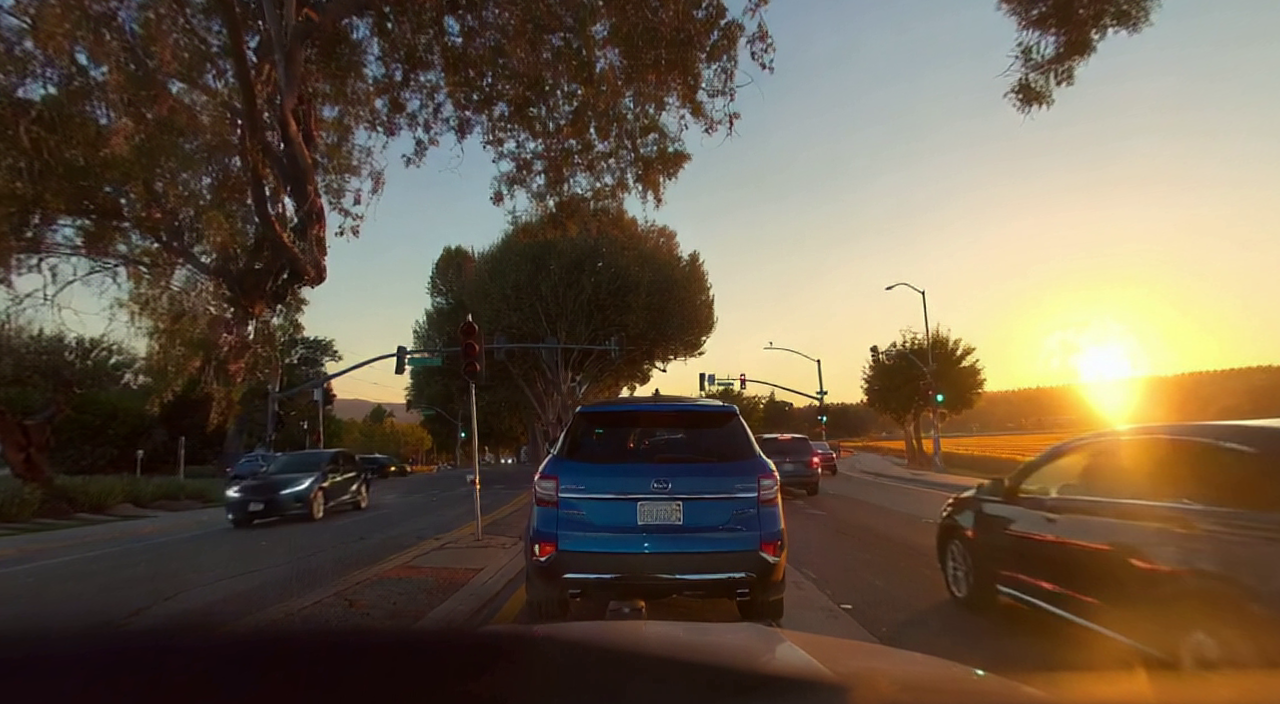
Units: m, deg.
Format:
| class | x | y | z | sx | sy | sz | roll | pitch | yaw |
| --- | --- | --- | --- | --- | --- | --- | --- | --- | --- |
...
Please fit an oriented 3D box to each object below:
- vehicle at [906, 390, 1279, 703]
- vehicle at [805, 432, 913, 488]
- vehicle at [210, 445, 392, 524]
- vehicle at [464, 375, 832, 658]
| class | x | y | z | sx | sy | sz | roll | pitch | yaw |
| --- | --- | --- | --- | --- | --- | --- | --- | --- | --- |
| vehicle | 3.463 | 1.054 | 3.517 | 2.097 | 1.473 | 4.252 | 0 | -8 | 0 |
| vehicle | 7.125 | 3.550 | 21.046 | 2.012 | 1.636 | 4.352 | 0 | -8 | 0 |
| vehicle | -8.238 | 3.198 | 15.959 | 2.026 | 1.680 | 4.608 | 0 | -8 | 0 |
| vehicle | 0.049 | 1.332 | 6.113 | 2.298 | 1.770 | 4.138 | 0 | -8 | 0 |
